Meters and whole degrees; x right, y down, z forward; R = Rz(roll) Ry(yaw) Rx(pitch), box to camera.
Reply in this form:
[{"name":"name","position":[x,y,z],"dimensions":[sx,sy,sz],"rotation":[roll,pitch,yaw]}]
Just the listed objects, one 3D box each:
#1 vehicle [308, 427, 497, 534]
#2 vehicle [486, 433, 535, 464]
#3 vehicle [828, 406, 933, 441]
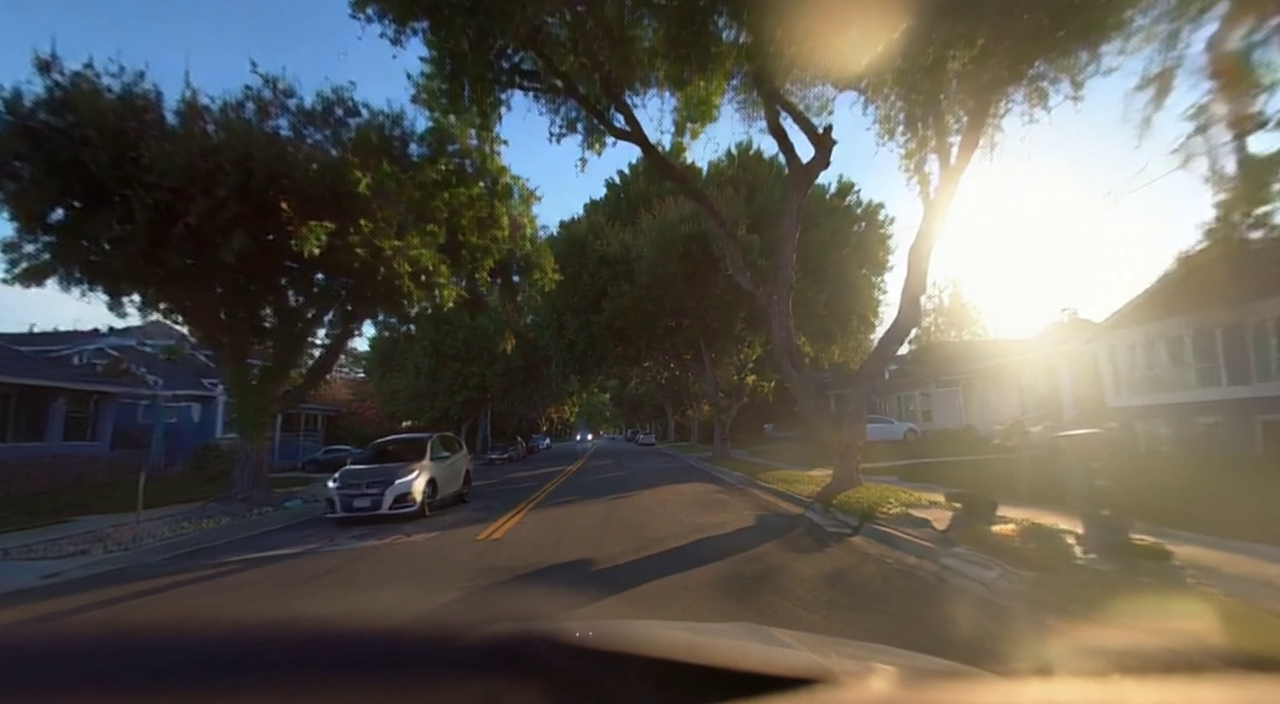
[{"name":"vehicle","position":[-4.306,2.376,12.362],"dimensions":[1.973,1.683,4.400],"rotation":[0,-8,0]},{"name":"vehicle","position":[-7.413,5.559,36.544],"dimensions":[2.031,1.662,4.194],"rotation":[0,-8,-1]},{"name":"vehicle","position":[11.705,3.536,31.023],"dimensions":[4.389,1.480,2.038],"rotation":[-4,-8,8]}]
